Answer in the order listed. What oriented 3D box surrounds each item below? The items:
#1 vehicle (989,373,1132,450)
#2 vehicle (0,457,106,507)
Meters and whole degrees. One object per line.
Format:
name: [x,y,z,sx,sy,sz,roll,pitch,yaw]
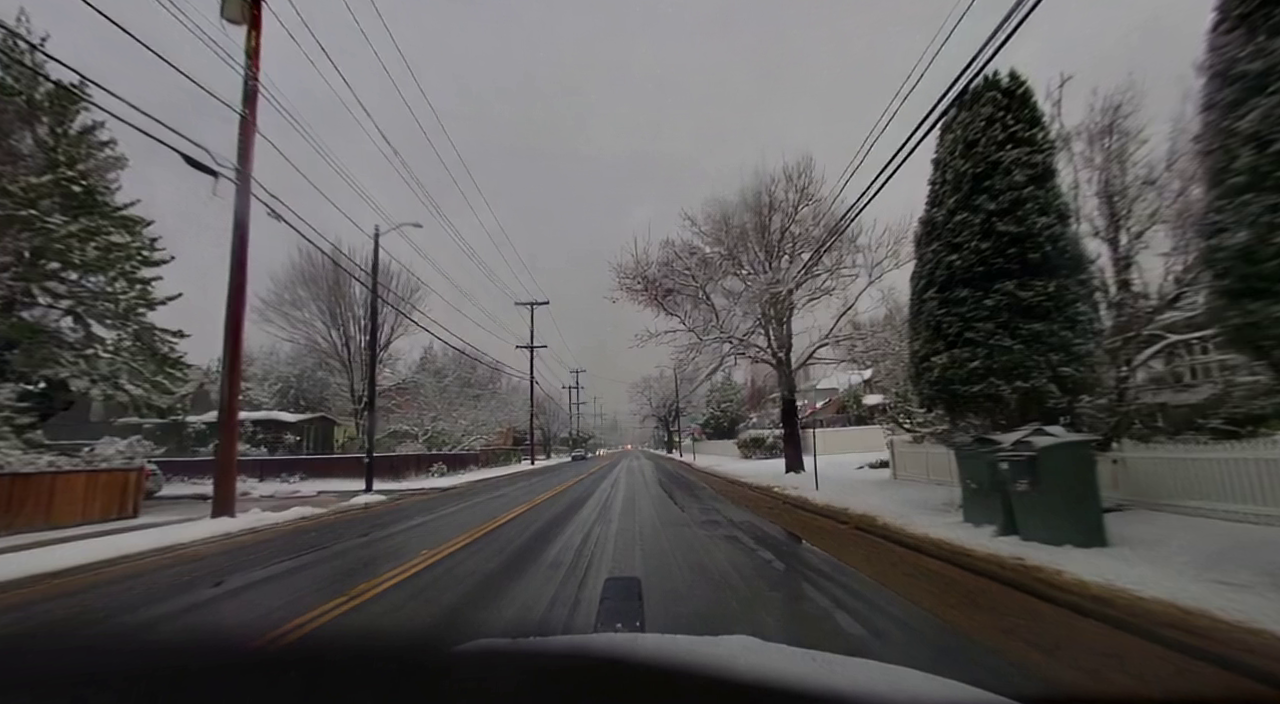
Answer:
vehicle: [21.240,3.257,32.540,2.918,3.393,7.033,-3,-9,7]
vehicle: [-25.735,5.613,27.449,3.243,2.006,1.893,0,-8,3]
